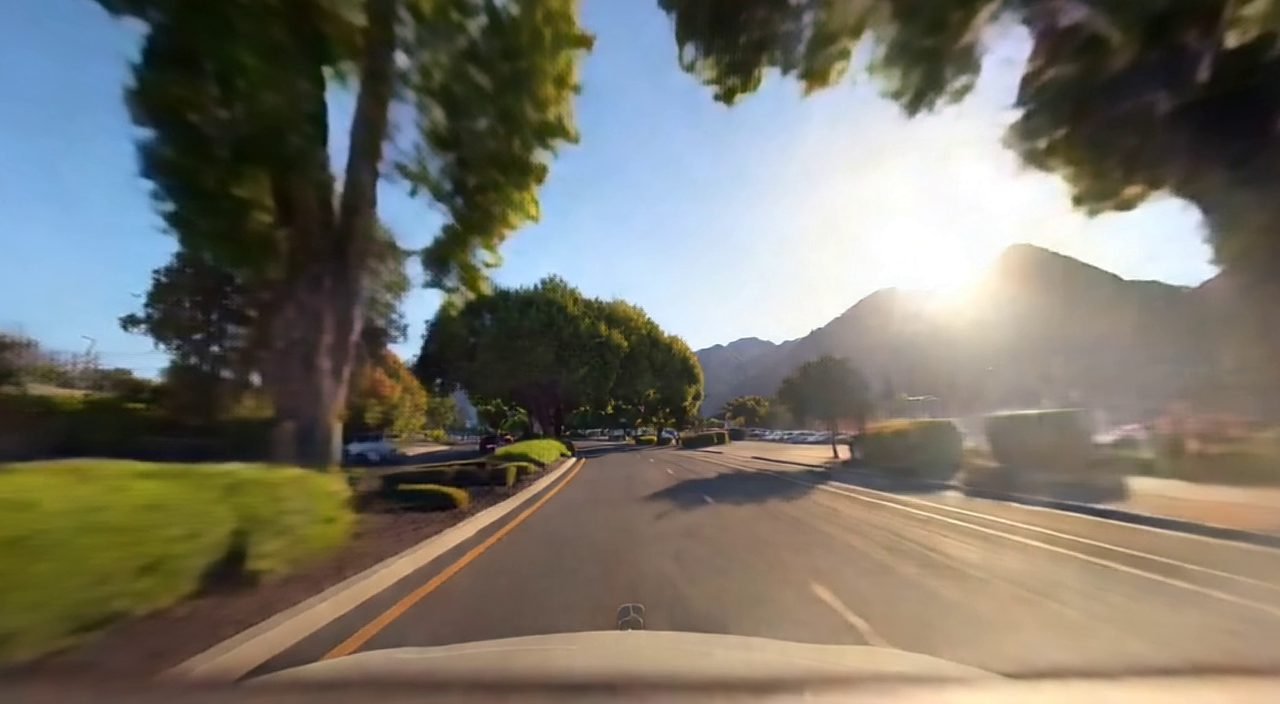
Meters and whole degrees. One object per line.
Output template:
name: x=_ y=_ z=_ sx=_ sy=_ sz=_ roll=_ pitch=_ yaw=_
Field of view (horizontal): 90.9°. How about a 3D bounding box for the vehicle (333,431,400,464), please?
vehicle: x=-14.089 y=4.964 z=32.723 sx=1.809 sy=1.592 sz=4.060 roll=0 pitch=-8 yaw=-3
